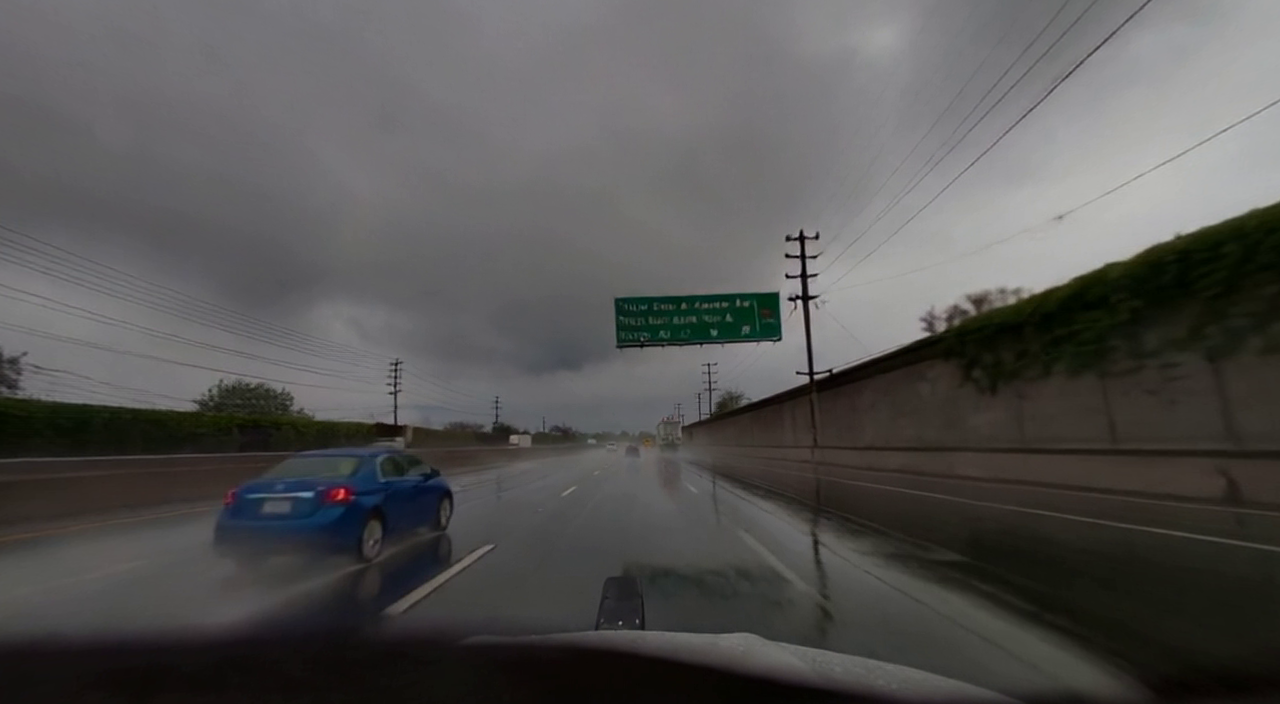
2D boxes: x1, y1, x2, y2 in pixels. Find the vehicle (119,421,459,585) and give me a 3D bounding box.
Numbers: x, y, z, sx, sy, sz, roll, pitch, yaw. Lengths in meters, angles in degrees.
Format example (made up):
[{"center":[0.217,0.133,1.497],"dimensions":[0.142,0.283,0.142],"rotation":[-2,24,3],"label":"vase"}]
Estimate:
[{"center":[-3.978,1.774,8.217],"dimensions":[2.009,1.533,4.175],"rotation":[-1,-9,0],"label":"vehicle"}]
